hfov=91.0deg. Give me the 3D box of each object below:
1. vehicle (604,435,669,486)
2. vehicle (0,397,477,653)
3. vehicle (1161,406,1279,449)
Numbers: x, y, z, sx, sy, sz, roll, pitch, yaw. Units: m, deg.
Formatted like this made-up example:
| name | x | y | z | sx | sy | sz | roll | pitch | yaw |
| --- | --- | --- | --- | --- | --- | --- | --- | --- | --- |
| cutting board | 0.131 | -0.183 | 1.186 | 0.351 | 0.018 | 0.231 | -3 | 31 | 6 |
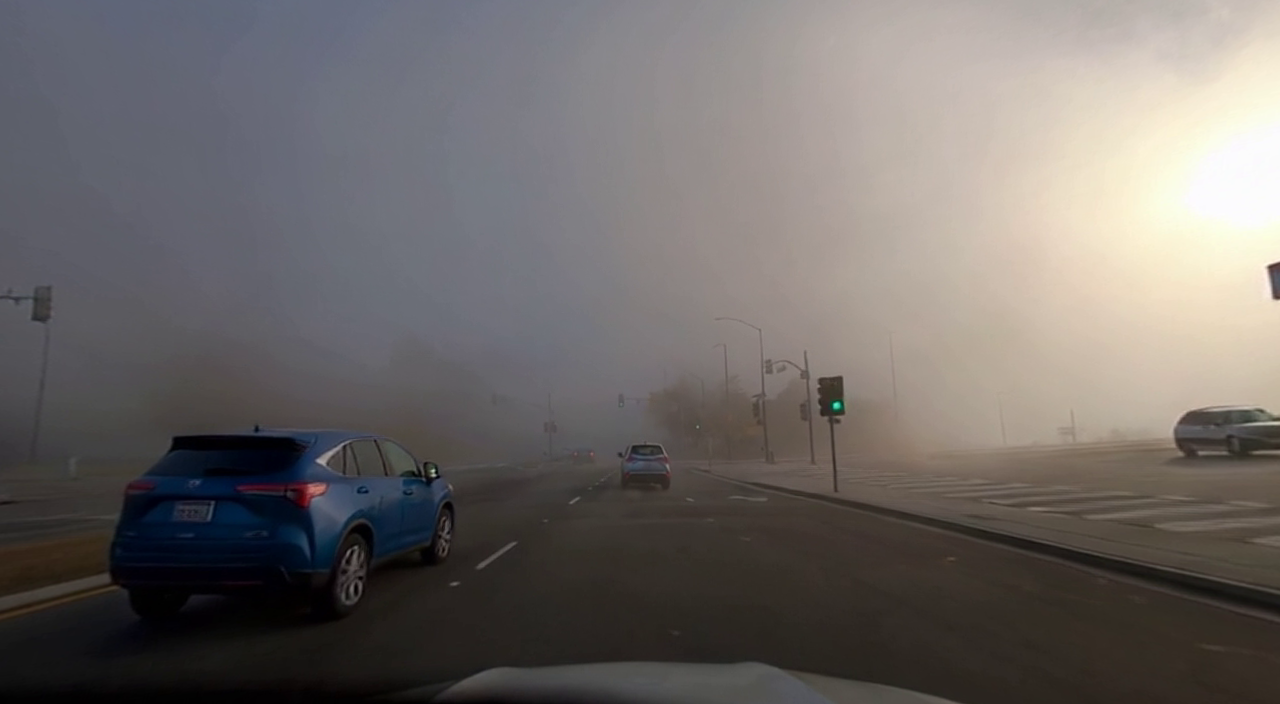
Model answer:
| name | x | y | z | sx | sy | sz | roll | pitch | yaw |
| --- | --- | --- | --- | --- | --- | --- | --- | --- | --- |
| vehicle | -0.211 | 4.705 | 27.546 | 2.552 | 1.999 | 5.498 | 0 | -9 | -1 |
| vehicle | -3.535 | 1.558 | 6.824 | 2.247 | 1.734 | 4.919 | 0 | -9 | -1 |
| vehicle | 28.090 | 3.599 | 29.654 | 5.102 | 1.893 | 2.120 | 0 | -9 | -1 |
